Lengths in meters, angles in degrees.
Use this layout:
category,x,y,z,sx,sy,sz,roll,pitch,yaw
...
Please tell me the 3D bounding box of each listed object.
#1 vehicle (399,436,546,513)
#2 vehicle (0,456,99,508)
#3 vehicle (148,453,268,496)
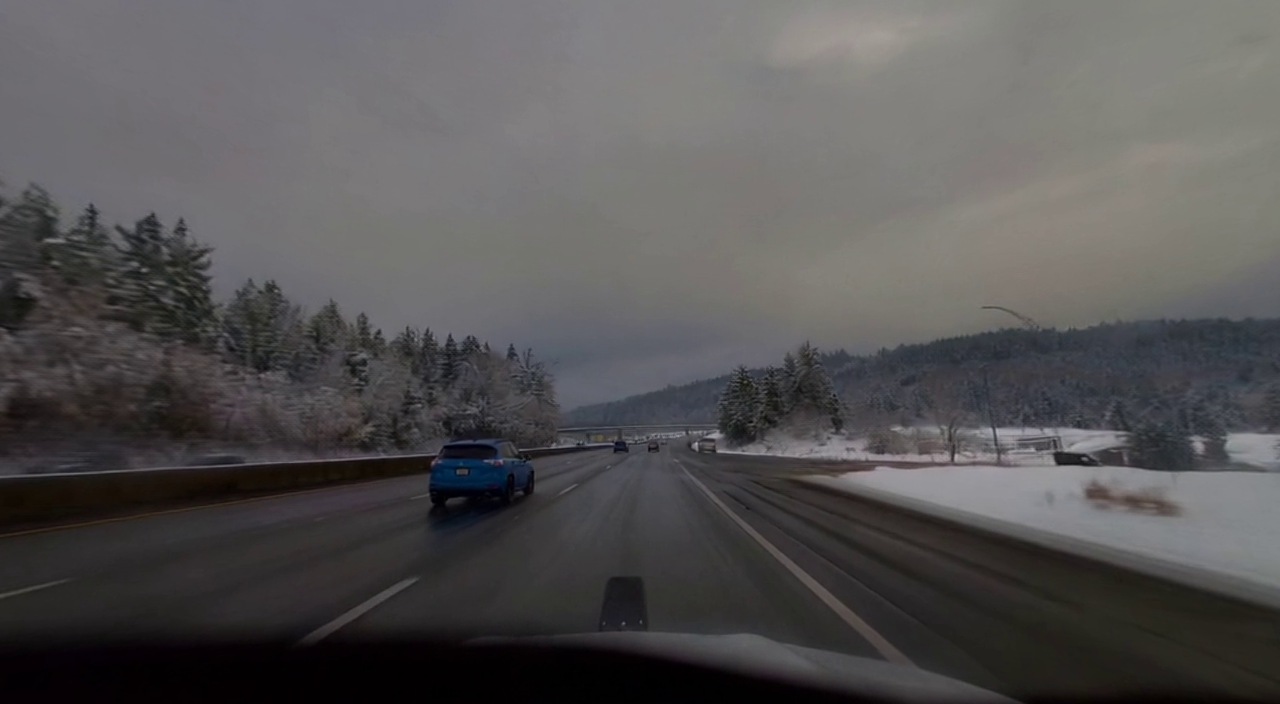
category,x,y,z,sx,sy,sz,roll,pitch,yaw
vehicle,-3.543,2.680,14.319,1.996,1.454,4.495,0,-8,2
vehicle,-19.194,3.947,19.308,1.713,1.413,3.824,0,-8,1
vehicle,-15.589,4.408,22.952,1.825,1.369,3.529,0,-8,0
